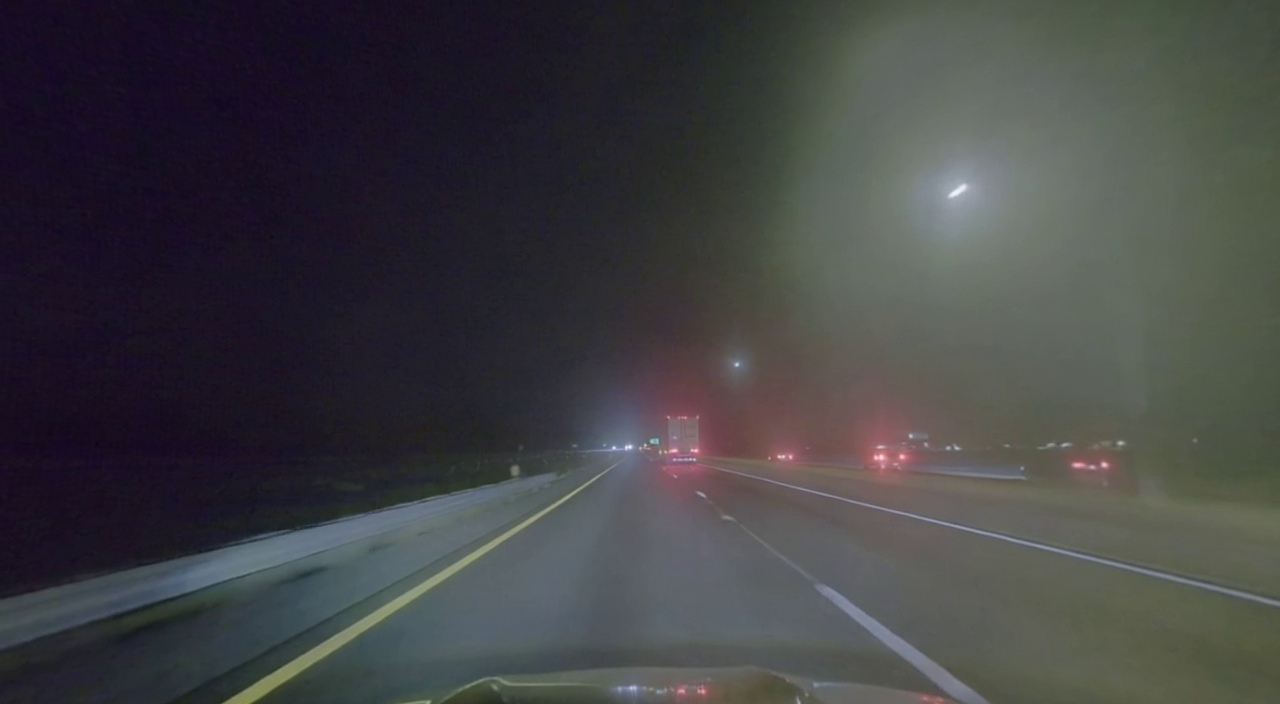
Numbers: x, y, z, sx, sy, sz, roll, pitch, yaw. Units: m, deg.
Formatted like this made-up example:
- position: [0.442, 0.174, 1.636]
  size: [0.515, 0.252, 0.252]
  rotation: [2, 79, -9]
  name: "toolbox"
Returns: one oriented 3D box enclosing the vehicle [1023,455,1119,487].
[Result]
- position: [21.909, 6.050, 32.232]
  size: [1.836, 1.499, 3.936]
  rotation: [1, -9, -7]
  name: "vehicle"
